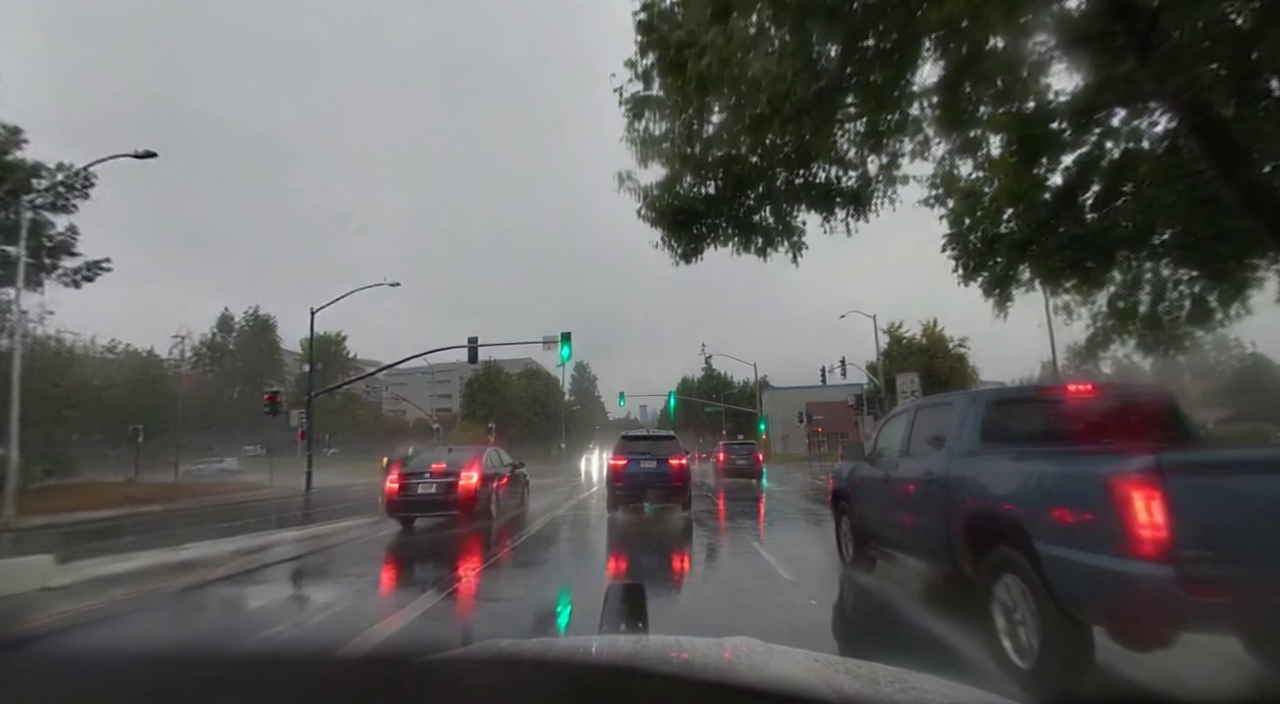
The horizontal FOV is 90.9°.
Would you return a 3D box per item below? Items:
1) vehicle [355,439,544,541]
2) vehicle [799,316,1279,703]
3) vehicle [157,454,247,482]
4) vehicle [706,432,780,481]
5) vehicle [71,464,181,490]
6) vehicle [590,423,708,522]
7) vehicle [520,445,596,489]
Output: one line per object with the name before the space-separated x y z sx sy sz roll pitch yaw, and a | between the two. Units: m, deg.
vehicle | -3.162 2.376 11.678 1.909 1.476 4.751 0 -8 1
vehicle | 3.407 1.176 5.569 2.571 1.857 5.841 0 -8 1
vehicle | -31.217 8.328 45.036 4.606 1.867 2.226 0 -12 1
vehicle | 4.319 4.486 27.429 2.408 1.908 5.355 0 -8 2
vehicle | -32.677 7.941 40.231 5.100 1.533 2.032 0 -8 -3
vehicle | 0.201 2.442 13.301 2.113 1.768 3.901 0 -8 1
vehicle | -2.898 4.171 23.369 2.072 1.450 4.612 0 -8 2
